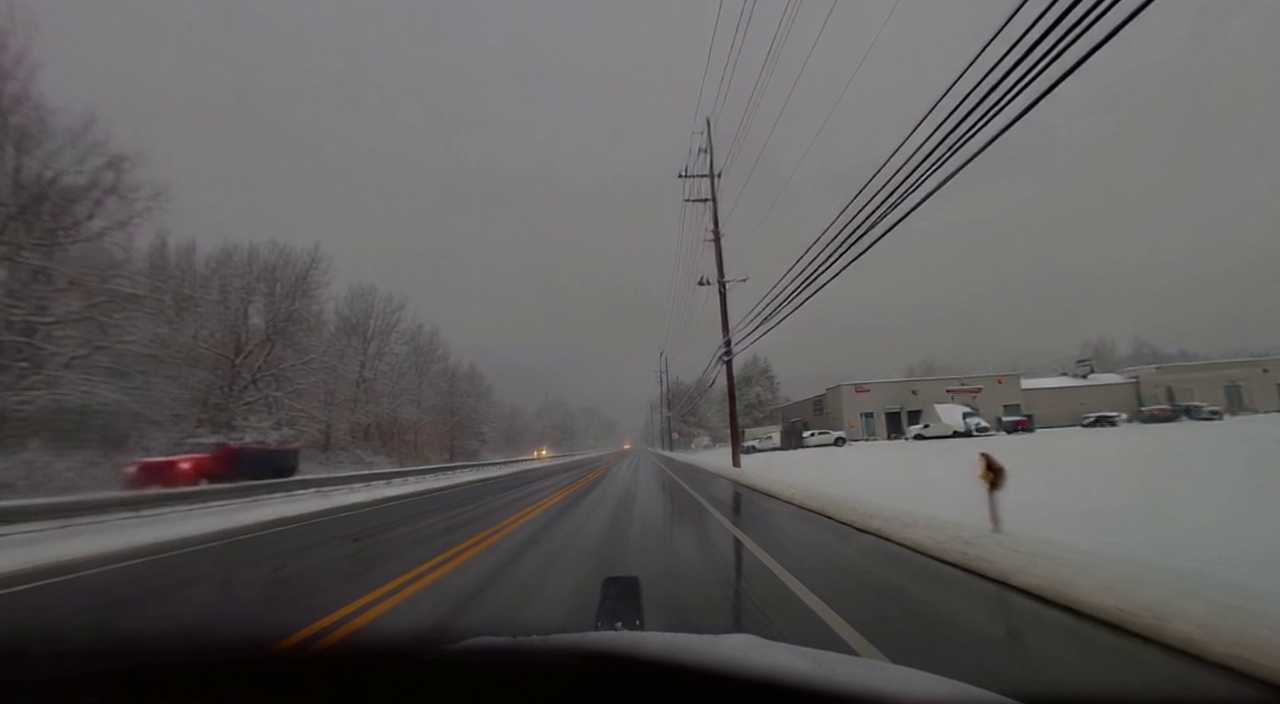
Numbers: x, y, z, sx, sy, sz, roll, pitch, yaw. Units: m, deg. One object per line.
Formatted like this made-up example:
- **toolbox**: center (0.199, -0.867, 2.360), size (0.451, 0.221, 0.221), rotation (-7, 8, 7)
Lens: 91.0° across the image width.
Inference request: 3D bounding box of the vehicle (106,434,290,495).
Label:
- **vehicle**: center (-21.416, 5.482, 31.363), size (3.137, 2.587, 8.274), rotation (-1, -9, 0)
